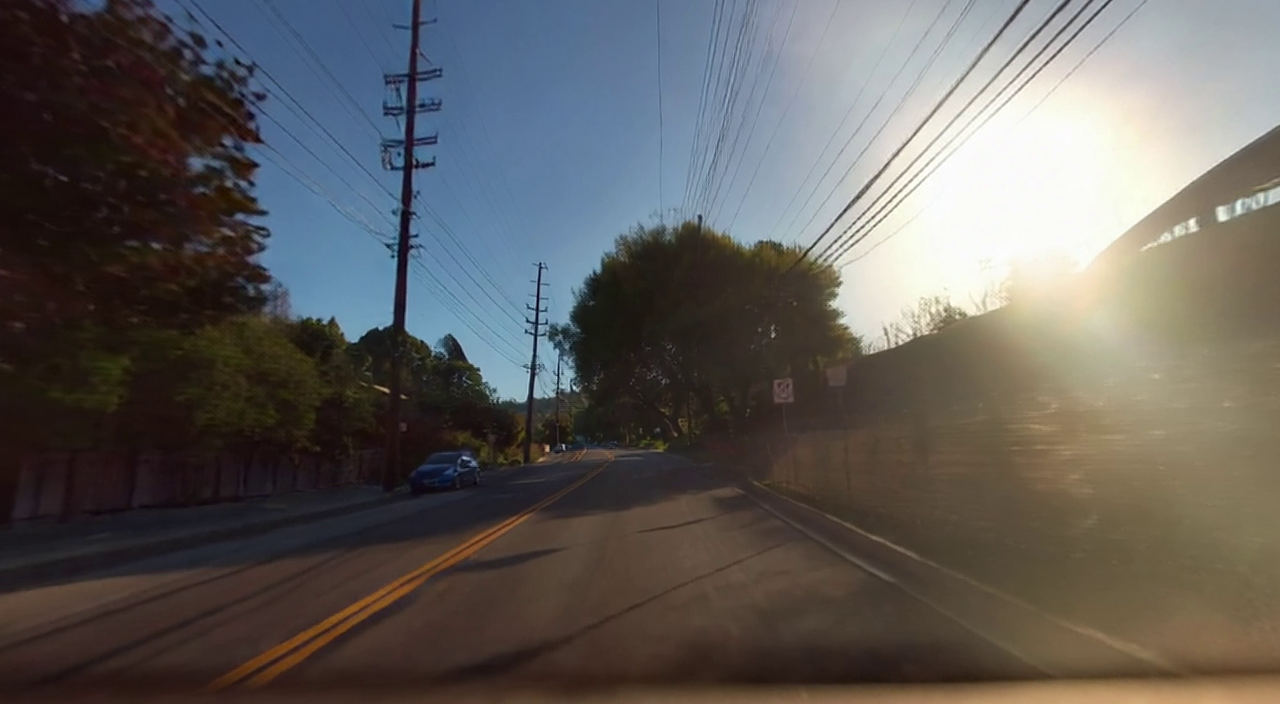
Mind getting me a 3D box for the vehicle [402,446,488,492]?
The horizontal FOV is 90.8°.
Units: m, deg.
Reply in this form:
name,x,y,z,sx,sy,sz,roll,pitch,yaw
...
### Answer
name,x,y,z,sx,sy,sz,roll,pitch,yaw
vehicle,-8.048,4.845,26.596,2.114,1.693,4.468,-1,-8,2
